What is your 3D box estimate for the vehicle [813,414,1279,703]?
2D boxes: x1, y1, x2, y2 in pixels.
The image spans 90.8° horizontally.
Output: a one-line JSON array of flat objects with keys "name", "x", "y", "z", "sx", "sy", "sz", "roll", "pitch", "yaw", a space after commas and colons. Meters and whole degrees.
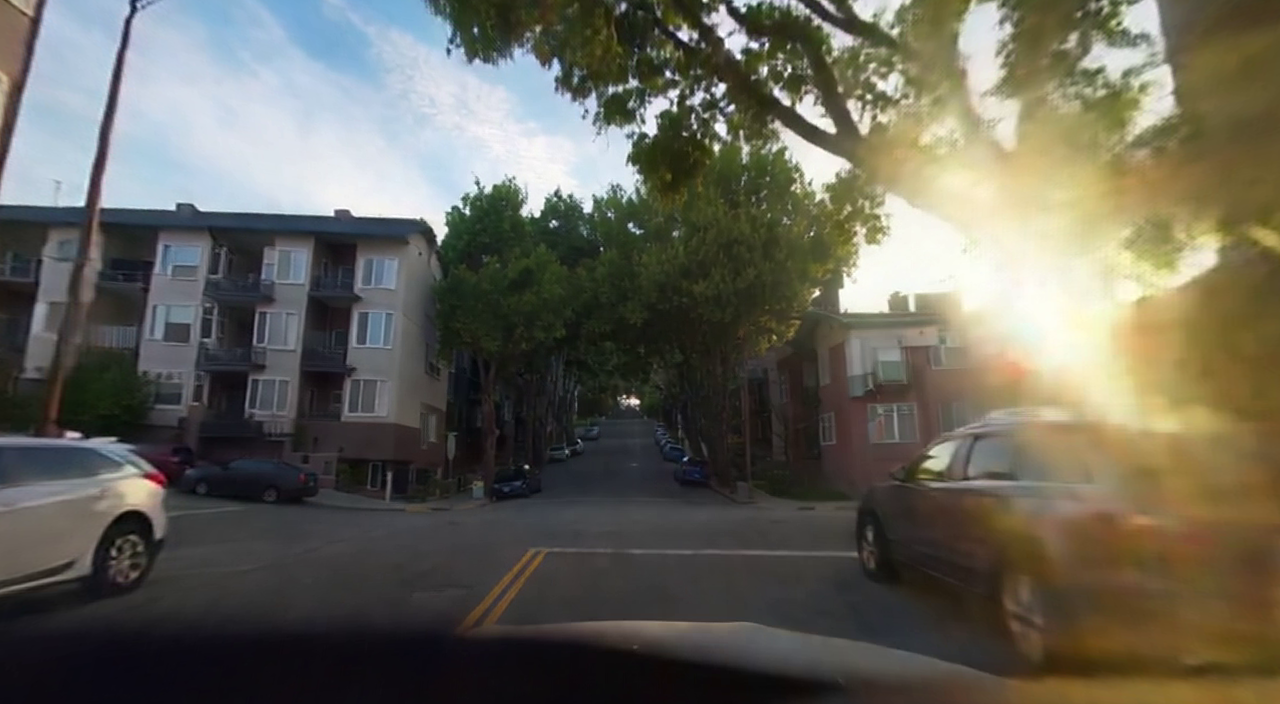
[{"name": "vehicle", "x": 3.325, "y": 1.466, "z": 5.730, "sx": 2.064, "sy": 1.548, "sz": 5.186, "roll": 0, "pitch": -8, "yaw": 0}]

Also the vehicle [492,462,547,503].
[{"name": "vehicle", "x": -5.884, "y": 6.404, "z": 31.314, "sx": 1.987, "sy": 1.662, "sz": 4.141, "roll": -2, "pitch": -8, "yaw": -1}]

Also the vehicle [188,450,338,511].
[{"name": "vehicle", "x": -13.966, "y": 4.813, "z": 23.607, "sx": 4.243, "sy": 1.676, "sz": 1.844, "roll": 6, "pitch": -12, "yaw": 2}]

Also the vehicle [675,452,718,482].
[{"name": "vehicle", "x": 3.417, "y": 7.037, "z": 38.942, "sx": 2.051, "sy": 1.526, "sz": 4.673, "roll": 0, "pitch": -7, "yaw": -2}]

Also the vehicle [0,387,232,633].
[{"name": "vehicle", "x": -6.069, "y": 1.322, "z": 5.241, "sx": 2.076, "sy": 1.913, "sz": 5.060, "roll": -3, "pitch": -8, "yaw": -1}]
